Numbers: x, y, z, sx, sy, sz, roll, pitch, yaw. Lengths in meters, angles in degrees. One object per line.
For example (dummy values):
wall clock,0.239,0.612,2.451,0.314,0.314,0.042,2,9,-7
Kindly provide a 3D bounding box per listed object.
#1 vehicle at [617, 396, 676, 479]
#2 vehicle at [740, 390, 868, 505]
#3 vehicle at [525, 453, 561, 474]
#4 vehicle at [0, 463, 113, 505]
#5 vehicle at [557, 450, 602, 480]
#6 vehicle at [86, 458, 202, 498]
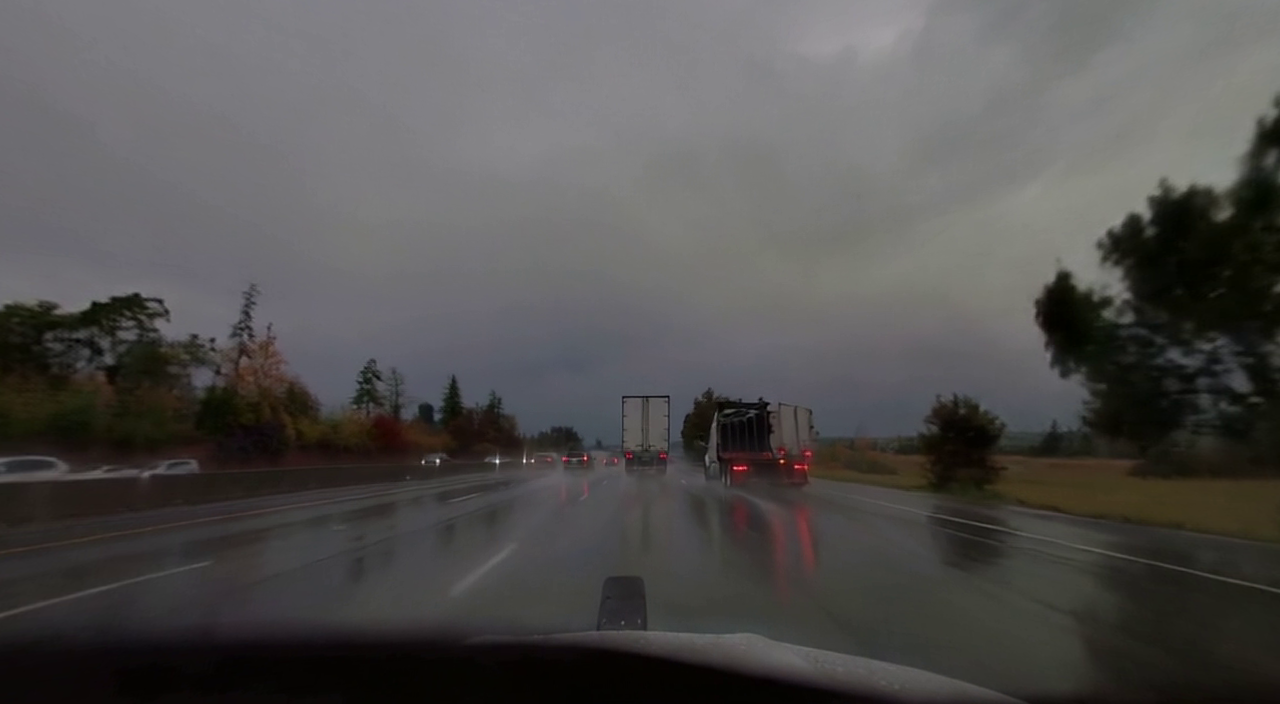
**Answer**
vehicle,0.285,5.147,37.117,2.875,4.056,12.312,0,-9,0
vehicle,4.482,2.721,18.052,2.565,2.902,3.798,0,-9,0
vehicle,-7.016,8.130,46.102,1.926,1.482,3.959,0,-9,1
vehicle,-26.009,5.693,27.508,1.867,1.580,4.704,0,-9,0
vehicle,-3.342,6.303,35.452,2.061,1.555,3.900,0,-9,1
vehicle,-26.023,6.595,33.370,1.852,1.874,5.286,0,-9,0
